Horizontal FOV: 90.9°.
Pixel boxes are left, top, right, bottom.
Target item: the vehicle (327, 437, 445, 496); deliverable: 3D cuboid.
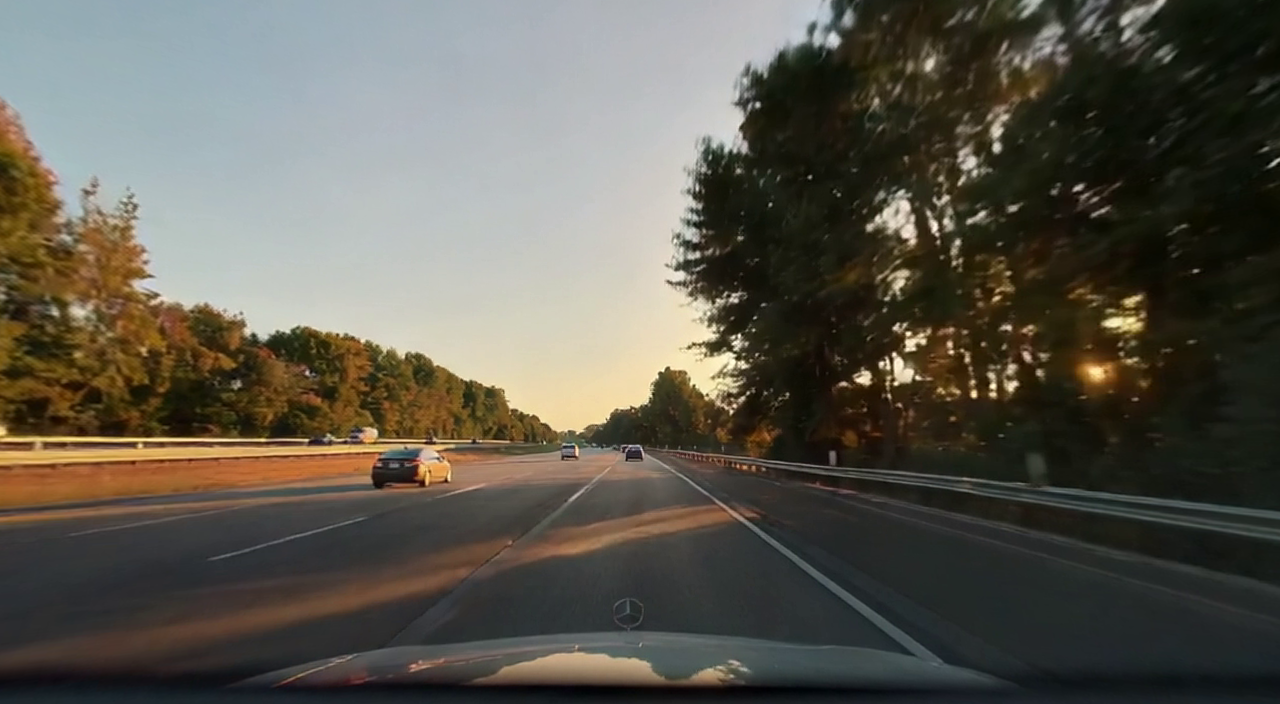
[{"bbox_3d":[-7.551,3.424,19.239,1.972,1.603,3.891,0,-8,0],"label":"vehicle"}]
